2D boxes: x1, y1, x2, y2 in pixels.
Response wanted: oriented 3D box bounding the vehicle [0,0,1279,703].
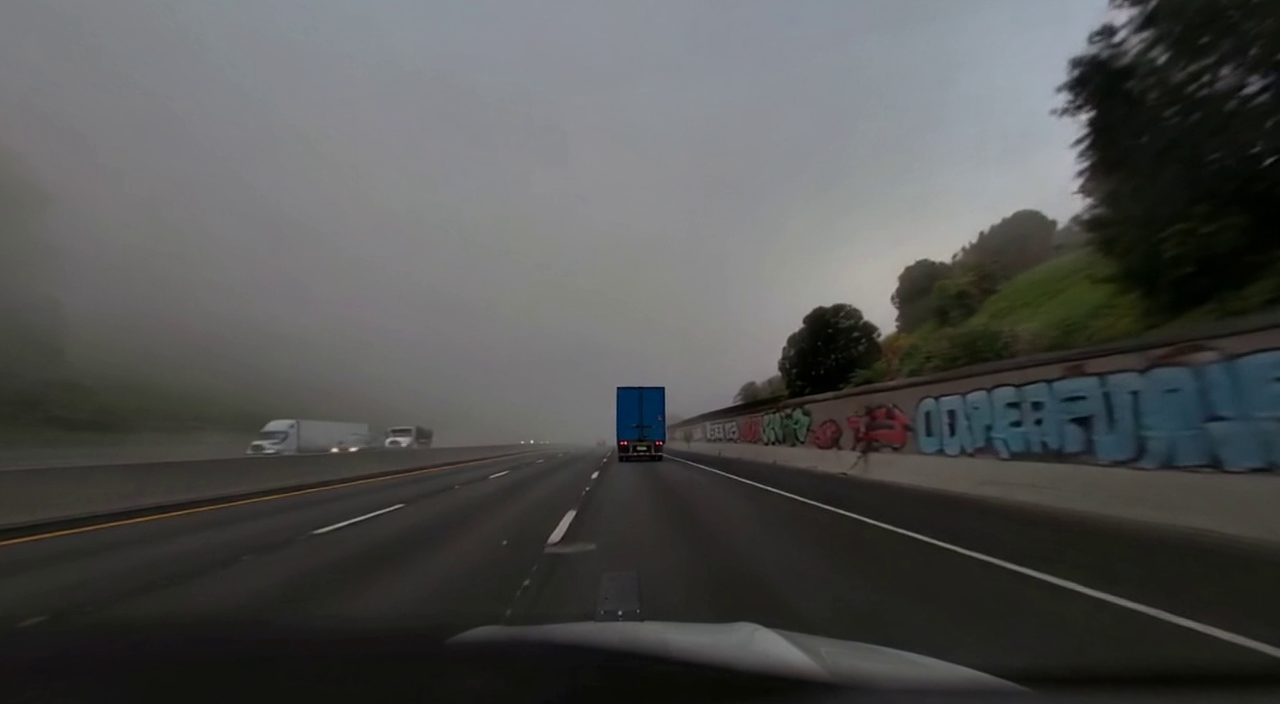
[{"bbox_3d":[-0.089,-0.100,3.972,2.880,3.798,5.927,0,-8,-4],"label":"vehicle"}]
